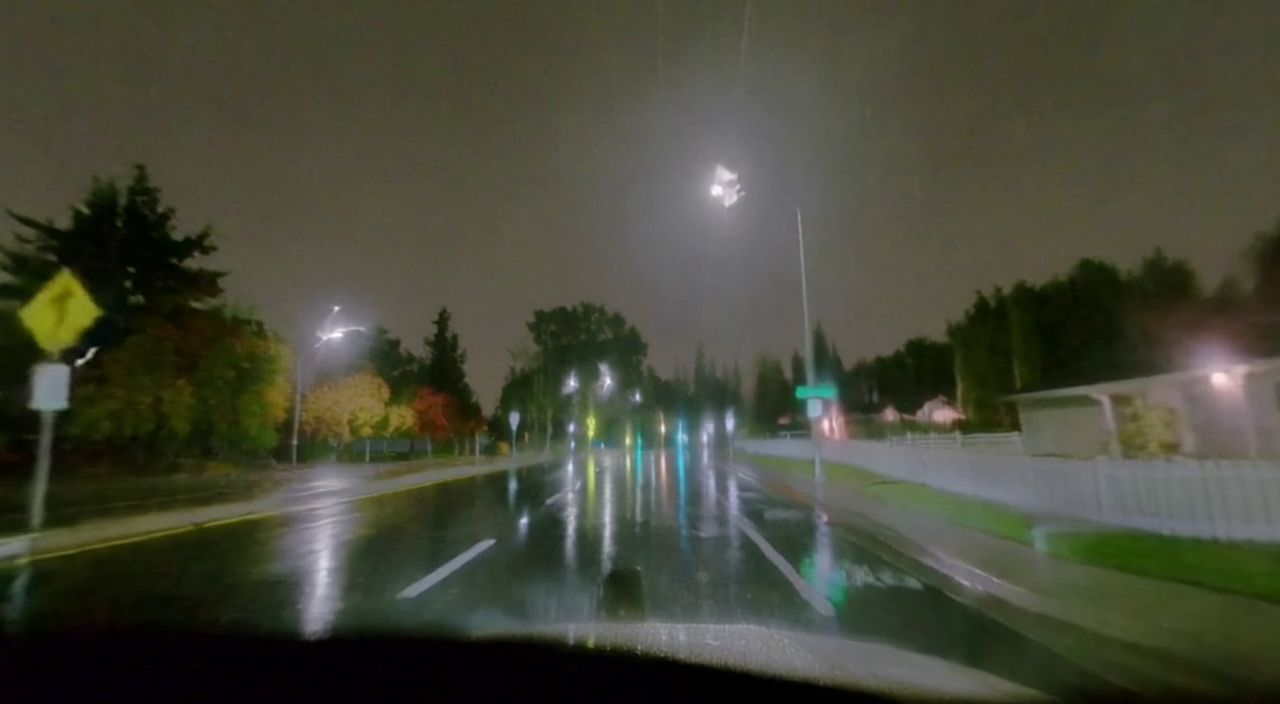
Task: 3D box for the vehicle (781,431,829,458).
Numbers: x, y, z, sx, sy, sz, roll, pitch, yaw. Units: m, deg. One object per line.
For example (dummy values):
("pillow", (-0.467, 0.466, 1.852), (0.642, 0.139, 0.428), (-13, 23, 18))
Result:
("vehicle", (11.031, 6.242, 42.553), (1.938, 1.695, 4.296), (0, -8, -1))
